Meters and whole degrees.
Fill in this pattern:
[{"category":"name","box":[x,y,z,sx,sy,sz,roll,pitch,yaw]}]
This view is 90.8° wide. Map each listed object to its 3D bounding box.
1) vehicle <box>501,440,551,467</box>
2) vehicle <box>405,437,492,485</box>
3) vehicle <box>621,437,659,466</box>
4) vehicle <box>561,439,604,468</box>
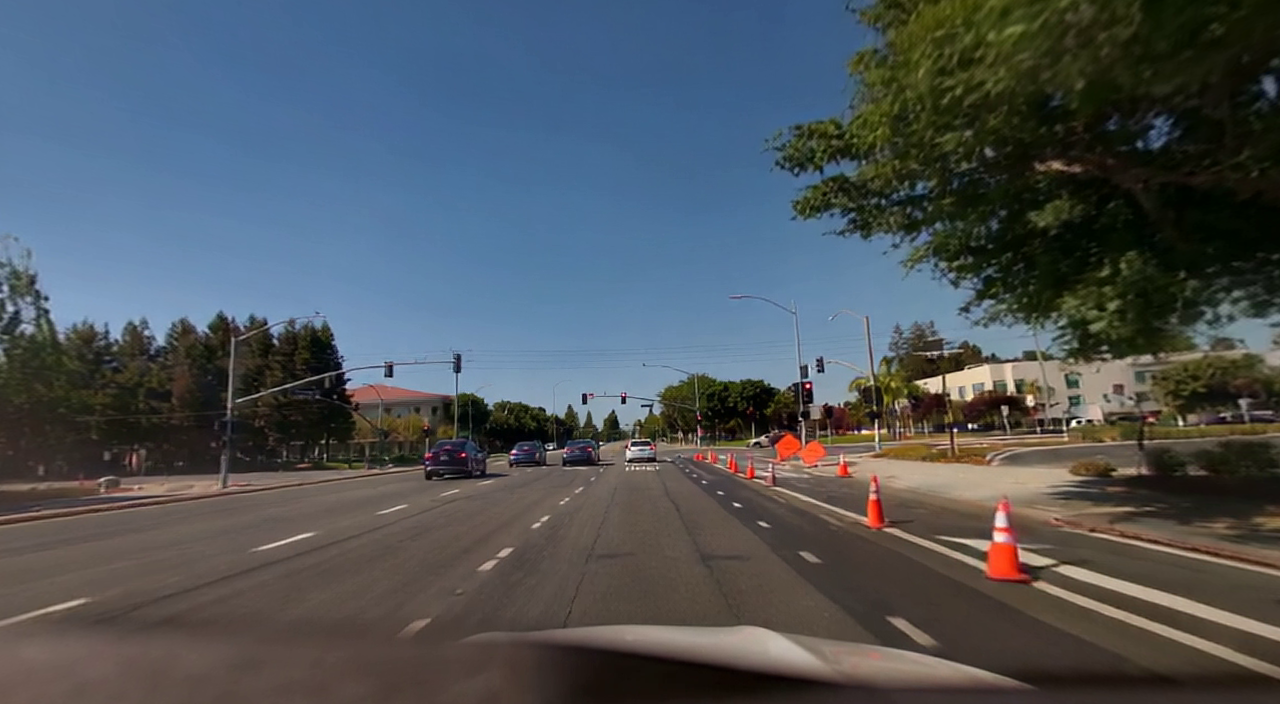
[{"category":"vehicle","box":[-6.654,5.995,37.445,2.074,1.447,4.224,0,-8,2]},{"category":"vehicle","box":[-6.876,3.942,23.108,1.869,1.570,4.064,0,-8,0]},{"category":"vehicle","box":[-0.002,5.513,35.158,1.985,1.521,3.968,0,-8,1]},{"category":"vehicle","box":[-3.109,5.574,34.816,1.946,1.437,4.154,0,-8,1]}]
